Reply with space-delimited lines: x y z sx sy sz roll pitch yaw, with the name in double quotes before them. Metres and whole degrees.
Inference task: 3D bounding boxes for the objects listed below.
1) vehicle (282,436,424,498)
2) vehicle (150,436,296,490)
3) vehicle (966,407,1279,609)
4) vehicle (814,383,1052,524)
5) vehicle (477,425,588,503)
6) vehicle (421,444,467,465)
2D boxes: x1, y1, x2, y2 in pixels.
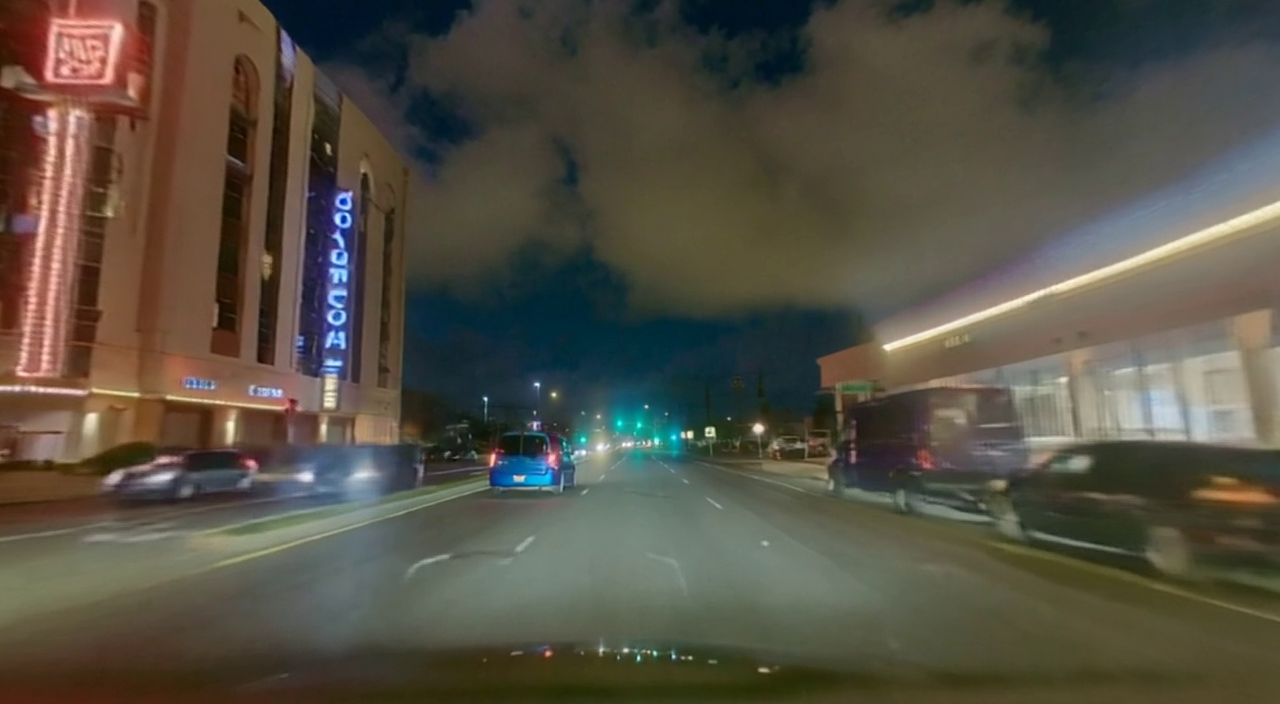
"vehicle" -7.830 3.156 17.677 1.990 1.513 4.176 0 -8 0
"vehicle" -14.602 3.882 22.411 1.993 1.710 4.520 0 -8 1
"vehicle" 6.431 1.727 8.034 1.942 1.753 4.912 0 -8 1
"vehicle" 6.268 2.321 14.760 2.642 2.582 6.157 0 -8 1
"vehicle" -2.561 2.788 16.024 2.080 1.722 3.766 0 -8 1
"vehicle" -14.459 7.566 46.663 1.909 1.490 4.531 0 -8 1
